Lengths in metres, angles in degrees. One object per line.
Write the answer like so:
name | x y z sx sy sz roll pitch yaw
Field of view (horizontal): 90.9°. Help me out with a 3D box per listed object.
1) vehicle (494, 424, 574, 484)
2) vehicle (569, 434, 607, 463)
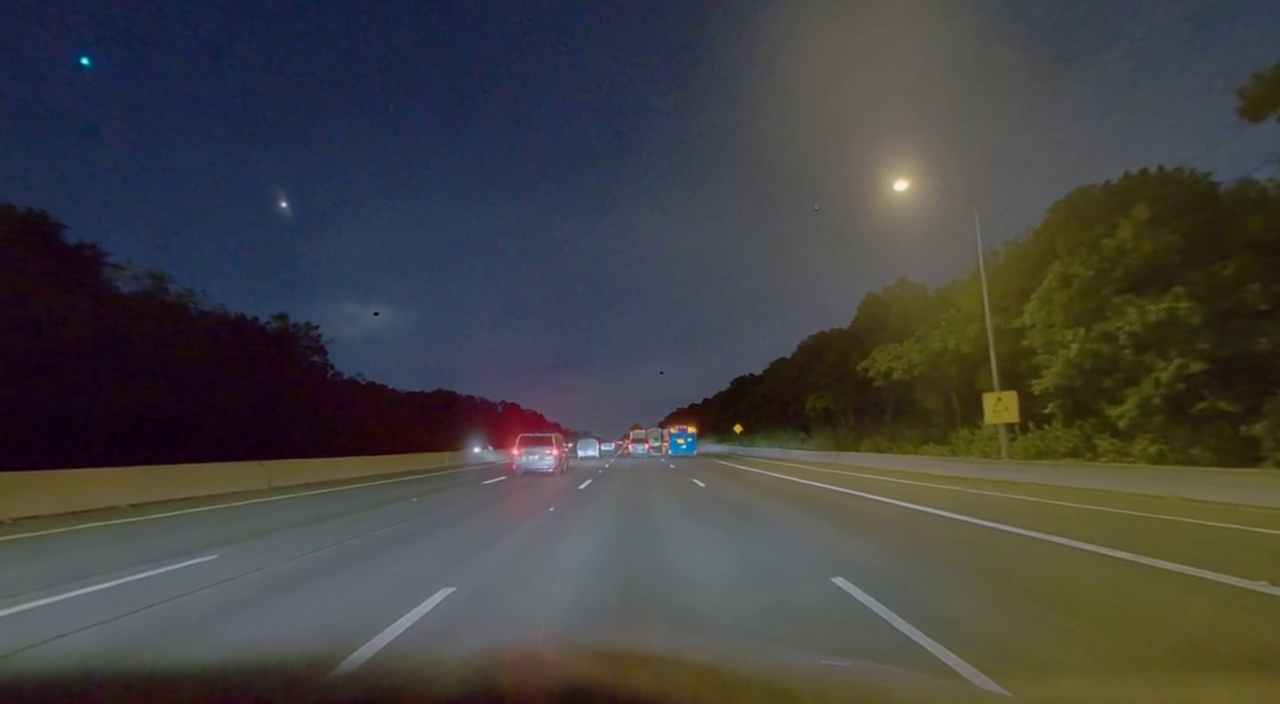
vehicle | -3.640 3.605 22.477 2.016 1.898 4.458 0 -8 1
vehicle | -3.477 6.591 43.021 2.155 1.843 4.567 0 -8 0
